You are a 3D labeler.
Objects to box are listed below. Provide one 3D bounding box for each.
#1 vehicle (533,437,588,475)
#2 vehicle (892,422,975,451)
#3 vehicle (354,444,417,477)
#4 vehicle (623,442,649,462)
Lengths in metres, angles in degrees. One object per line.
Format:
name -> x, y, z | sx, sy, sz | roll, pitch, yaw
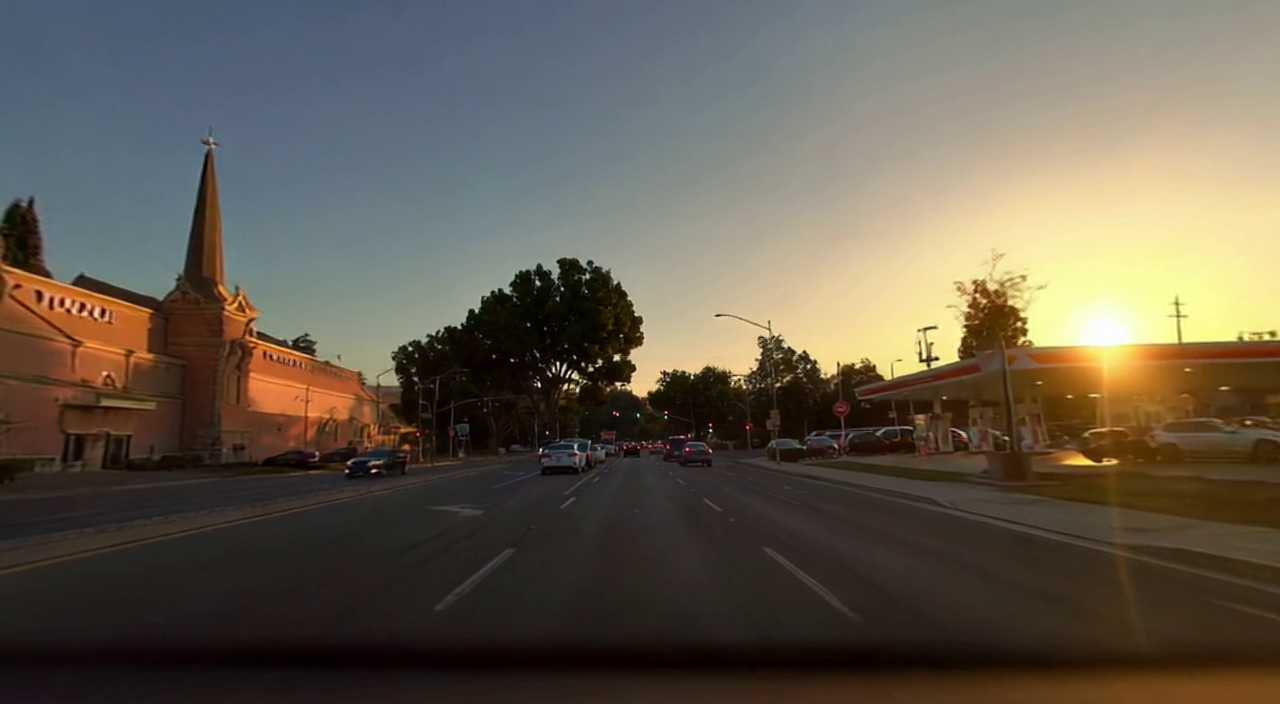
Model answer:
vehicle -> -3.739, 5.001, 30.537 | 2.040, 1.661, 4.573 | 0, -8, 0
vehicle -> 23.032, 6.665, 49.743 | 5.314, 2.134, 2.261 | 0, -8, 1
vehicle -> -14.790, 6.320, 36.968 | 1.891, 1.670, 4.333 | -4, -8, 0
vehicle -> -0.365, 7.892, 49.909 | 1.976, 1.509, 3.647 | 0, -8, -2
